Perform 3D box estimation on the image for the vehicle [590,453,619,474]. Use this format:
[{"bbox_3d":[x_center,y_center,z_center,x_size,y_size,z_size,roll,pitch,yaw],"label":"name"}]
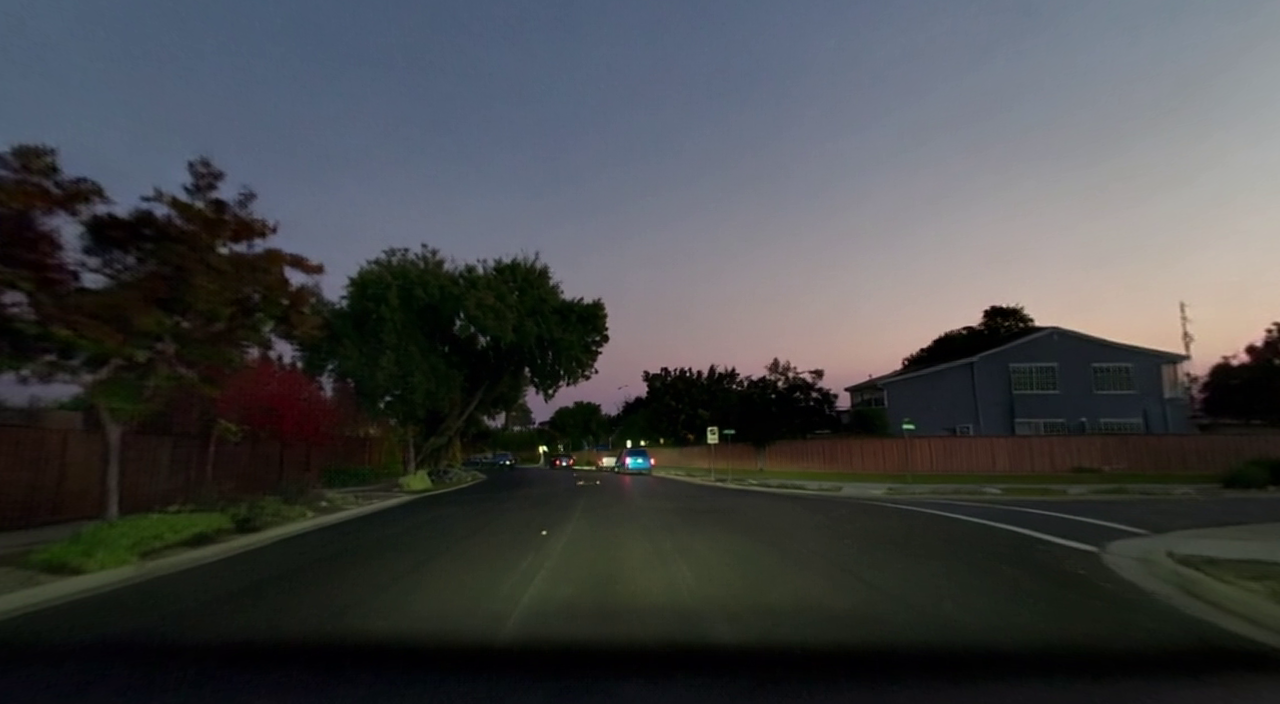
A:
[{"bbox_3d":[-2.674,8.267,47.000,2.064,1.477,3.968,1,-9,-4],"label":"vehicle"}]
